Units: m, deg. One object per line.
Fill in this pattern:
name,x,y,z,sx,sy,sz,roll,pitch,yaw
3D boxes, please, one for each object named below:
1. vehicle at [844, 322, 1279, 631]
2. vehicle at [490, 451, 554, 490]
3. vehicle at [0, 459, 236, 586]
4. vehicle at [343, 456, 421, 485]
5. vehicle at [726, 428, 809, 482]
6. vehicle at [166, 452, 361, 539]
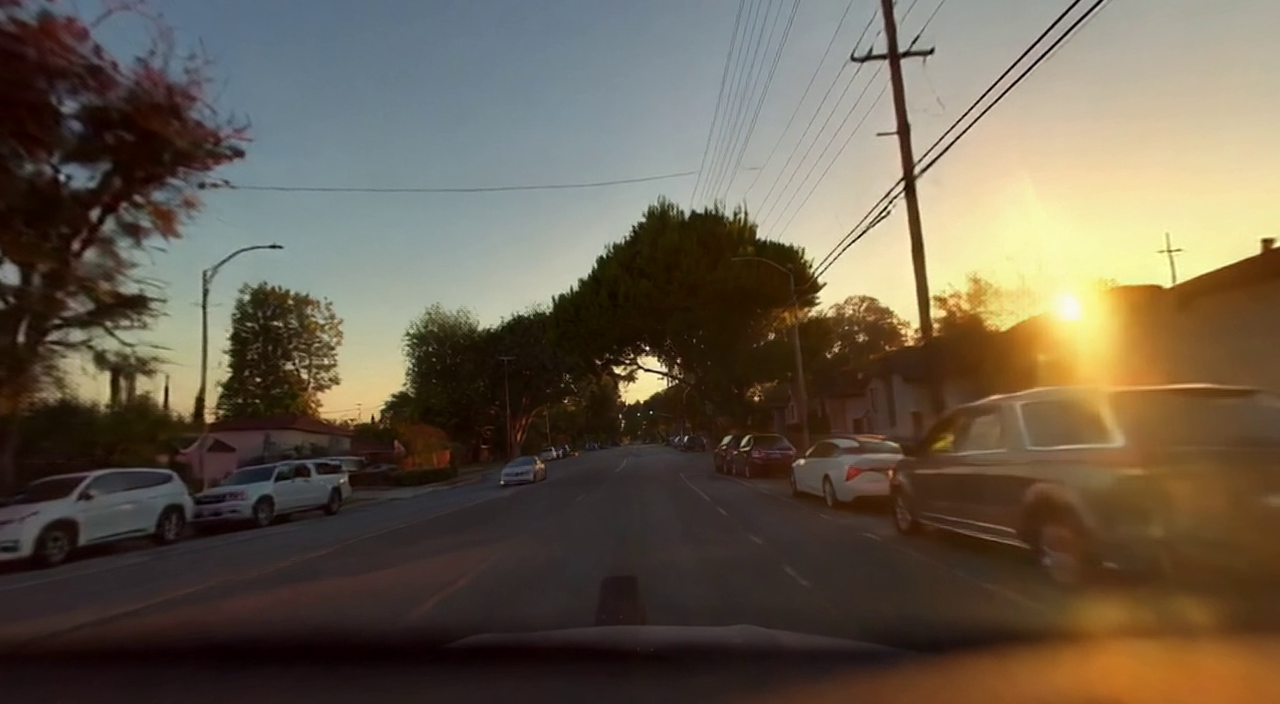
vehicle,4.437,1.246,7.251,2.330,2.160,5.550,0,-8,0
vehicle,-5.333,5.396,29.113,1.948,1.502,4.434,-3,-8,1
vehicle,-11.051,3.164,12.730,2.089,1.837,5.499,-1,-8,1
vehicle,-18.472,8.443,45.339,4.676,1.846,1.967,8,-11,-43
vehicle,4.626,3.818,23.655,1.980,1.773,4.853,0,-8,-1
vehicle,-10.765,4.075,18.816,2.282,2.060,5.738,0,-8,0
